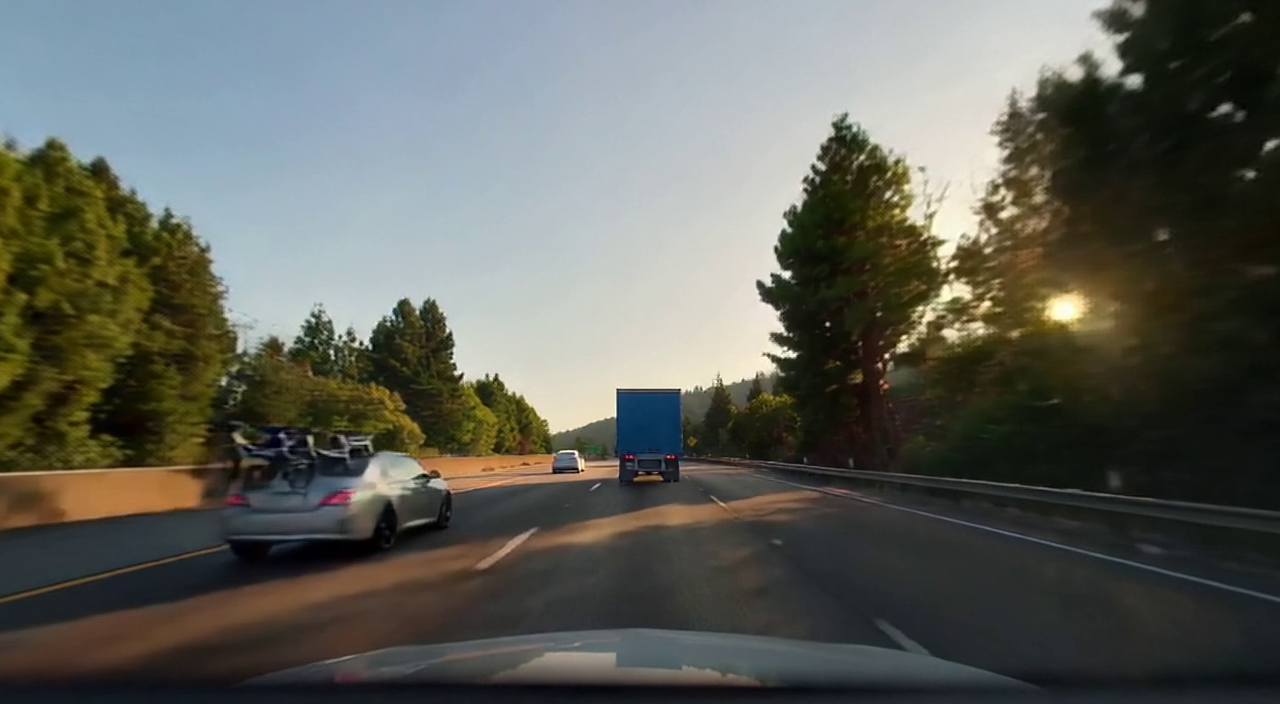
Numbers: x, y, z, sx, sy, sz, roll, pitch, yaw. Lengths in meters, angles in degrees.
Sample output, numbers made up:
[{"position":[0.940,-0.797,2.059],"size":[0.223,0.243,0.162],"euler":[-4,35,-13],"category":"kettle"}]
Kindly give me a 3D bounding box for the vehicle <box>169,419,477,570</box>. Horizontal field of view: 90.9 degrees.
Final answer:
[{"position":[-4.084,1.927,9.305],"size":[2.018,1.632,4.722],"euler":[0,-9,1],"category":"vehicle"}]

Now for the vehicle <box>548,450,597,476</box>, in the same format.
[{"position":[-3.800,6.351,36.348],"size":[2.133,1.358,4.870],"euler":[0,-9,2],"category":"vehicle"}]

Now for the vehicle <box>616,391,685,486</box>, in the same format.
[{"position":[0.560,4.232,30.364],"size":[2.821,3.878,8.925],"euler":[0,-9,2],"category":"vehicle"}]
